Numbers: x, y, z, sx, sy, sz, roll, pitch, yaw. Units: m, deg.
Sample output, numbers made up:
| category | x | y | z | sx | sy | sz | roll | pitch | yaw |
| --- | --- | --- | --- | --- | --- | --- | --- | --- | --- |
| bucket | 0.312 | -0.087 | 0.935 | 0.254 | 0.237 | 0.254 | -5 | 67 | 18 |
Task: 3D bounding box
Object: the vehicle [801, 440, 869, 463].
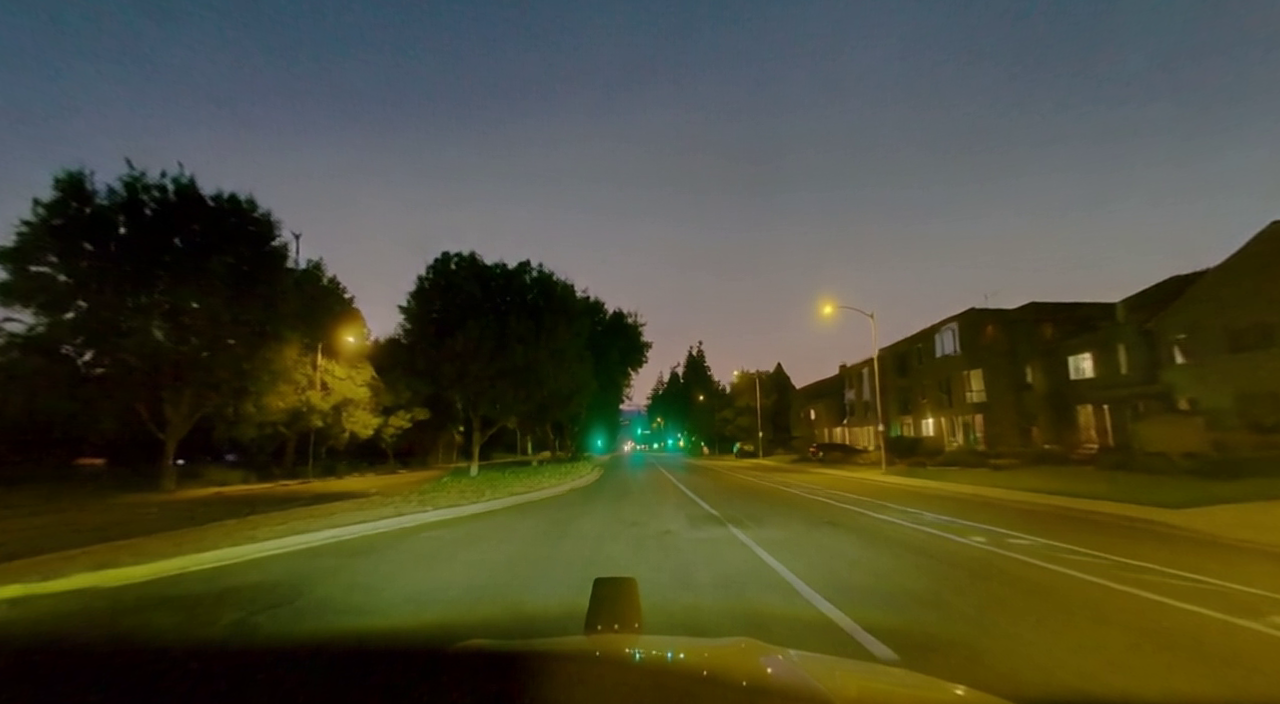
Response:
| category | x | y | z | sx | sy | sz | roll | pitch | yaw |
| --- | --- | --- | --- | --- | --- | --- | --- | --- | --- |
| vehicle | 15.292 | 7.797 | 49.621 | 4.605 | 1.779 | 2.135 | 0 | -9 | -1 |
